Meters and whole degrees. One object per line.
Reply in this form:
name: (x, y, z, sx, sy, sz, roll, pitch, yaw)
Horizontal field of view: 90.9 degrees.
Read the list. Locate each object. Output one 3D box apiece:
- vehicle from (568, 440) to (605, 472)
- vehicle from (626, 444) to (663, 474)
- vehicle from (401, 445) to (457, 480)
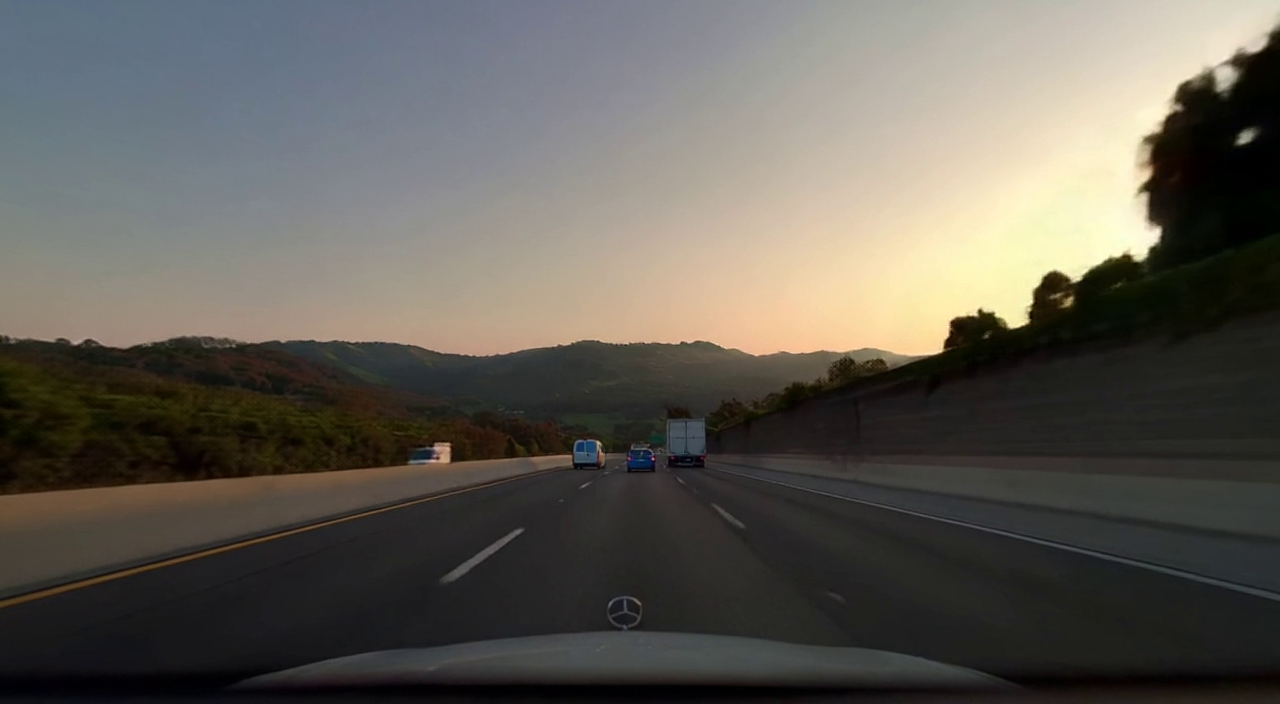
vehicle: (-3.592, 7.109, 43.175, 1.955, 2.004, 4.792, -1, -9, 1)
vehicle: (0.313, 6.637, 39.281, 2.166, 1.747, 4.299, 0, -9, 1)
vehicle: (-16.218, 8.516, 48.847, 2.308, 2.449, 5.847, 0, -9, 0)
